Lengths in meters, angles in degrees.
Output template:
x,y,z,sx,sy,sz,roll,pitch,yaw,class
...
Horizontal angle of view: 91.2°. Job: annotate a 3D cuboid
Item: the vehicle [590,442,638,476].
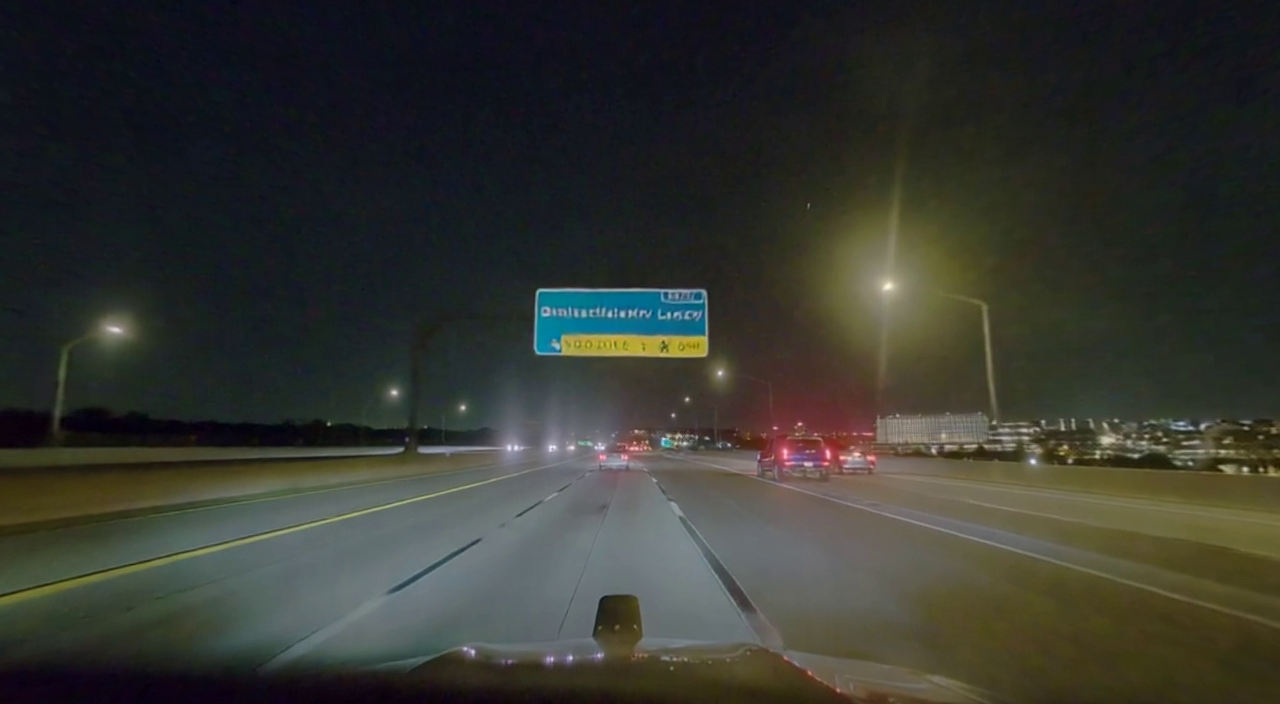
x,y,z,sx,sy,sz,roll,pitch,yaw,class
-1.211,5.194,30.612,2.055,1.509,4.255,-1,-9,1,vehicle
